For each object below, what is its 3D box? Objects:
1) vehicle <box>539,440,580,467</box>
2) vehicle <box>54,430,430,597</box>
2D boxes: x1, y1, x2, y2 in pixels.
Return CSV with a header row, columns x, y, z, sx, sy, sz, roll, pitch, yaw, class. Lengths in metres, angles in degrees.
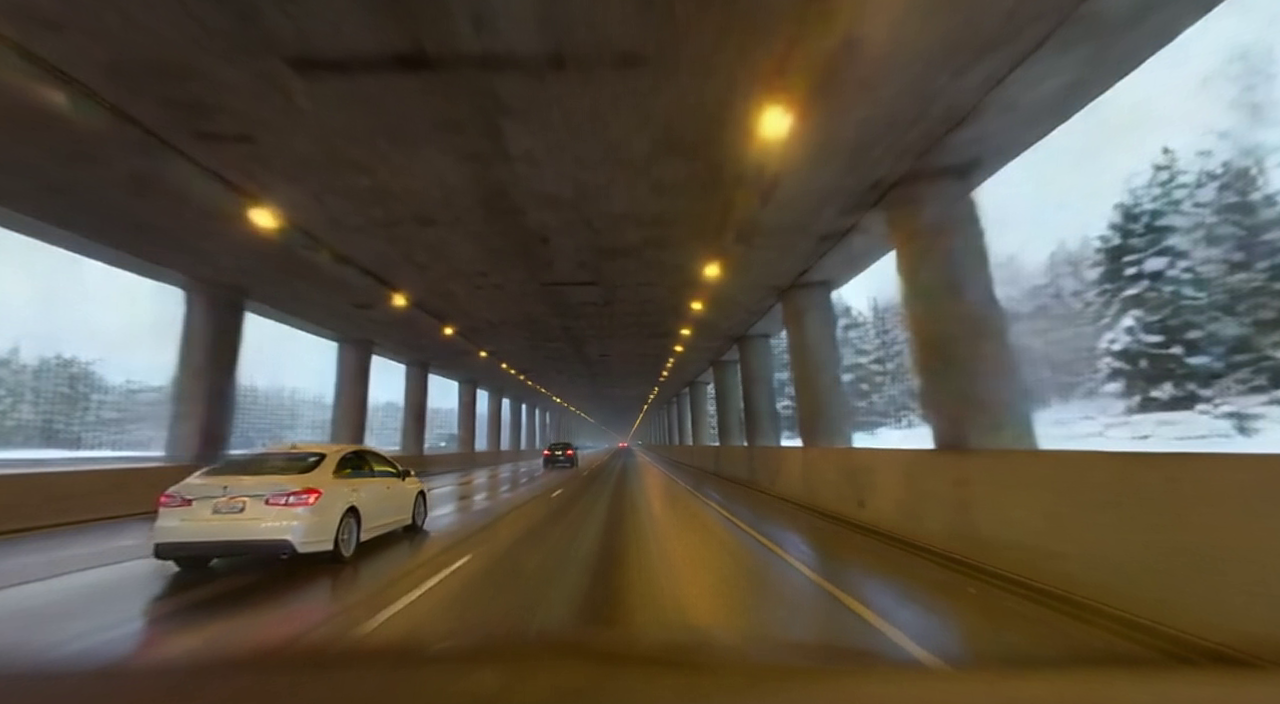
x,y,z,sx,sy,sz,roll,pitch,yaw,class
-4.680,5.913,36.977,1.973,1.474,4.199,0,-8,-1,vehicle
-4.215,1.725,7.700,1.885,1.424,4.230,0,-8,-1,vehicle
